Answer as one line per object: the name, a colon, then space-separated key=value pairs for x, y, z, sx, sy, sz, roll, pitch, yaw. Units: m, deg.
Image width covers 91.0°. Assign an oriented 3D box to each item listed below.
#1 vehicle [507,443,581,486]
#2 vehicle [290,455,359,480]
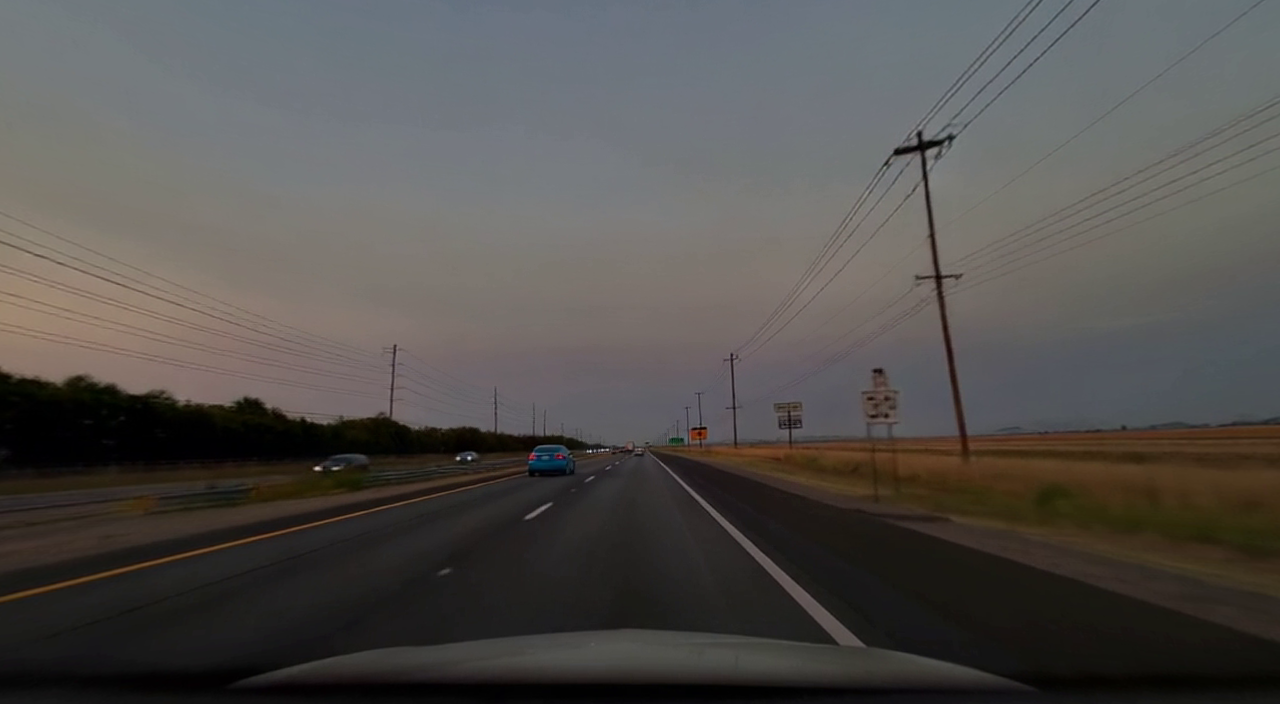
vehicle: x=-3.647 y=4.363 z=24.747 sx=2.106 sy=1.543 sz=4.465 roll=0 pitch=-9 yaw=1
vehicle: x=-21.039 y=7.707 z=42.266 sx=1.942 sy=1.507 sz=4.968 roll=0 pitch=-9 yaw=1
